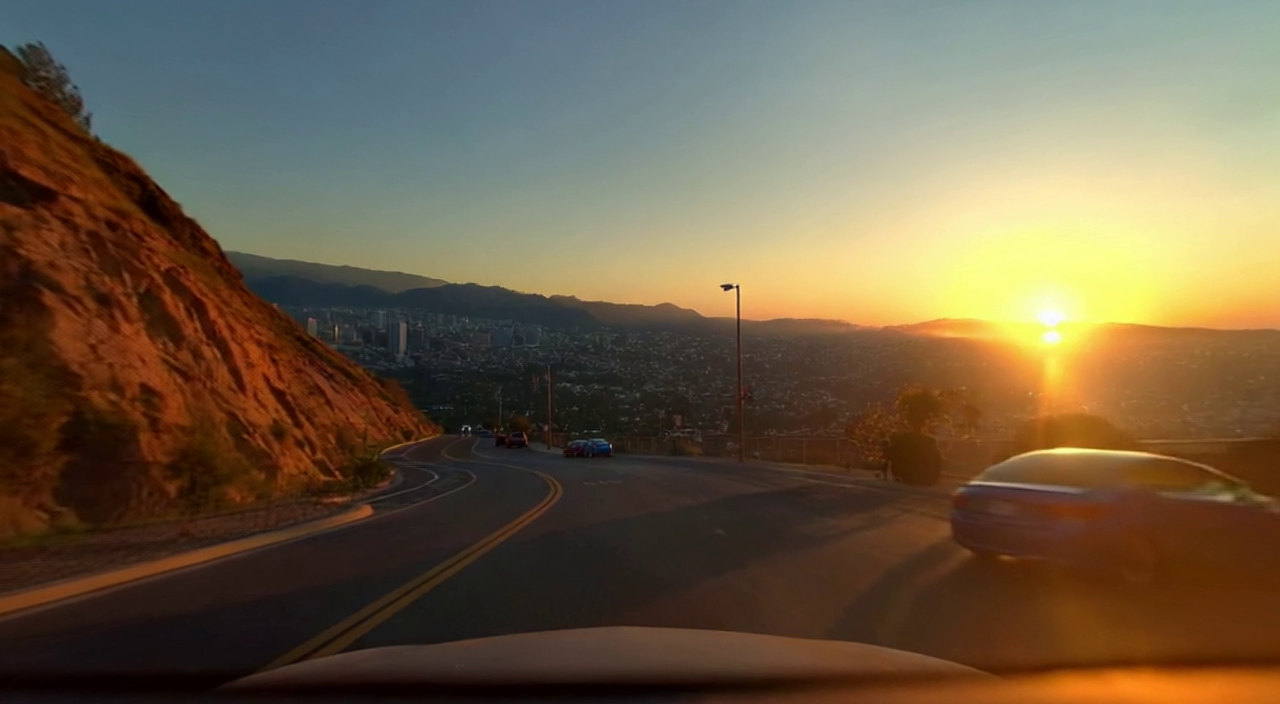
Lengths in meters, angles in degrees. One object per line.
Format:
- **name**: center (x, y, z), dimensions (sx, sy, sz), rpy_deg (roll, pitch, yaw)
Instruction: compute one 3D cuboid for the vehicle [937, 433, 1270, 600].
- **vehicle**: center (5.817, 1.764, 7.753), dimensions (4.467, 1.439, 2.028), rpy_deg (6, -11, -38)
